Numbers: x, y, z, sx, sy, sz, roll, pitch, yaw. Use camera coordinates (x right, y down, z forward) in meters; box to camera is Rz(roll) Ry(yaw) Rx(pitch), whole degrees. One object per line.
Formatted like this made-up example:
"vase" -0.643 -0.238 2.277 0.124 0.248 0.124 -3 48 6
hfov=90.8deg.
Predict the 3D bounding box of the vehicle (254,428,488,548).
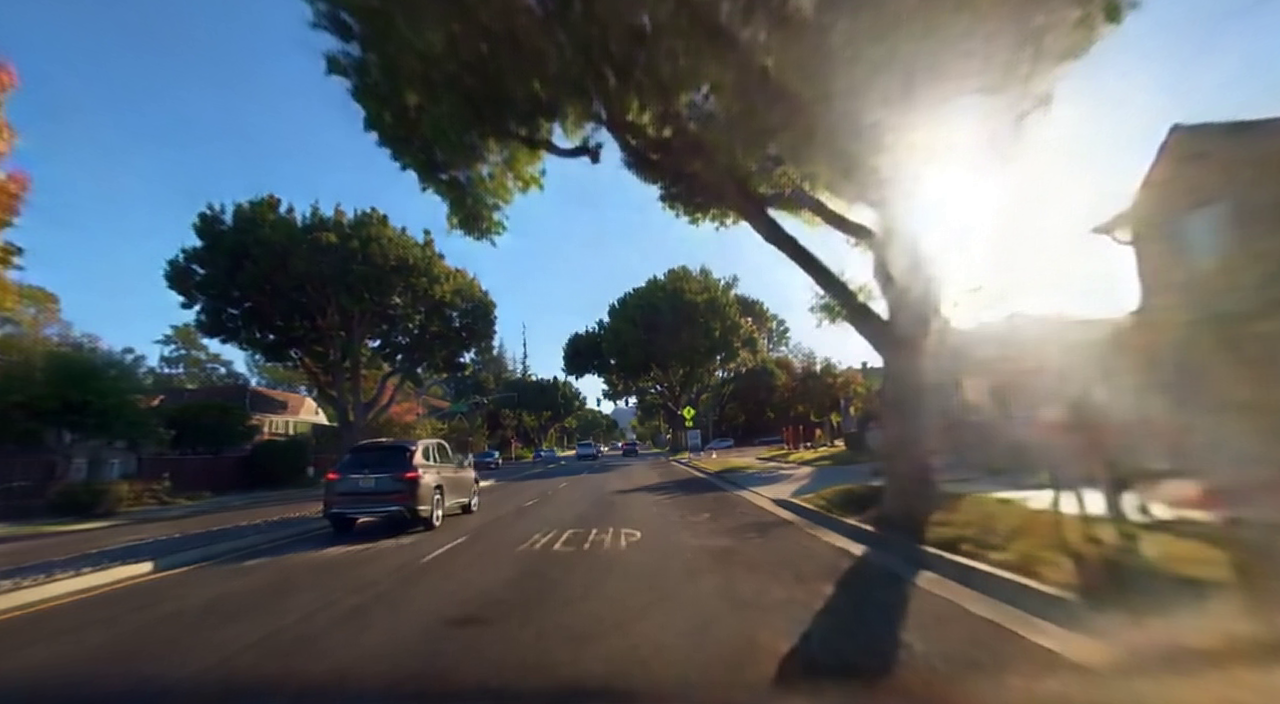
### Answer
"vehicle" -4.435 2.308 11.470 2.169 1.706 4.638 0 -9 0
